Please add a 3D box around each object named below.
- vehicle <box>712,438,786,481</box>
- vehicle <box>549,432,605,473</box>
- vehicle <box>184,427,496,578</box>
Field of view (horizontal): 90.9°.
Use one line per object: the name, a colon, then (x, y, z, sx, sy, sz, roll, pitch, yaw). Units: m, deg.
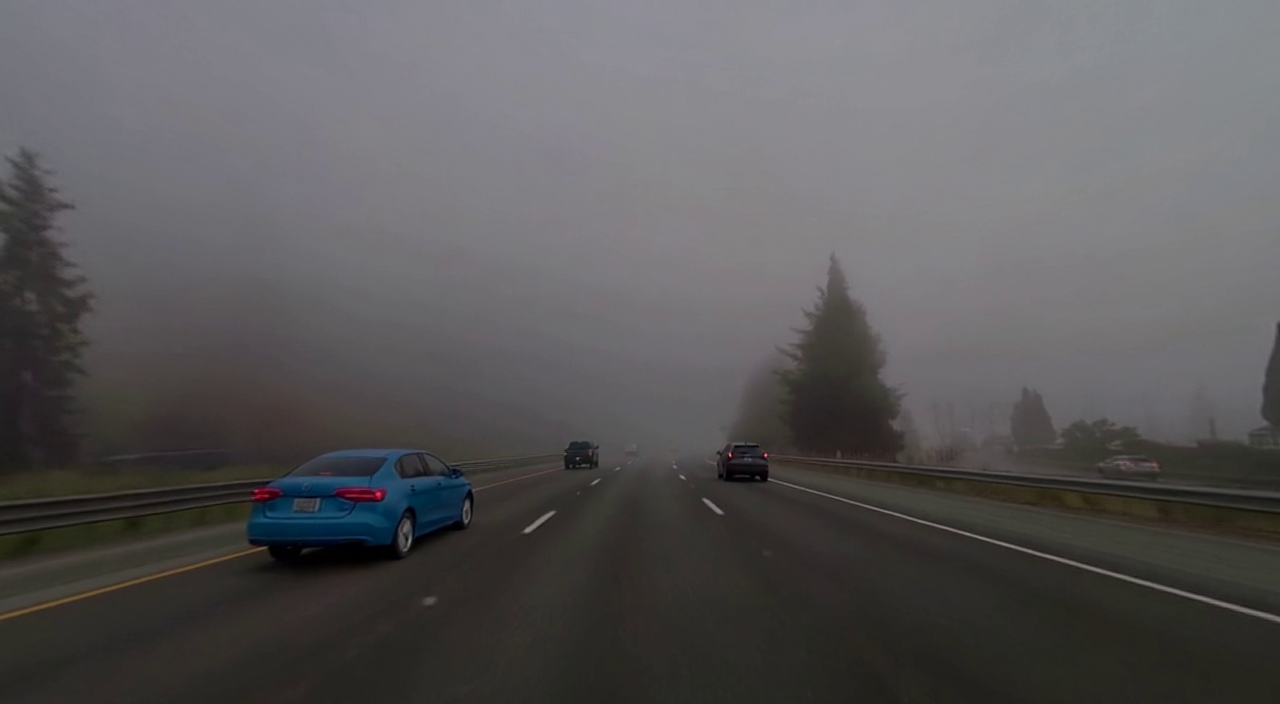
vehicle: (4.038, 4.065, 24.130, 2.100, 1.472, 4.533, 0, -8, 1)
vehicle: (-2.995, 4.950, 31.087, 2.122, 1.847, 4.696, 0, -8, 2)
vehicle: (-3.481, 1.825, 8.515, 1.948, 1.475, 4.461, 0, -8, 1)
